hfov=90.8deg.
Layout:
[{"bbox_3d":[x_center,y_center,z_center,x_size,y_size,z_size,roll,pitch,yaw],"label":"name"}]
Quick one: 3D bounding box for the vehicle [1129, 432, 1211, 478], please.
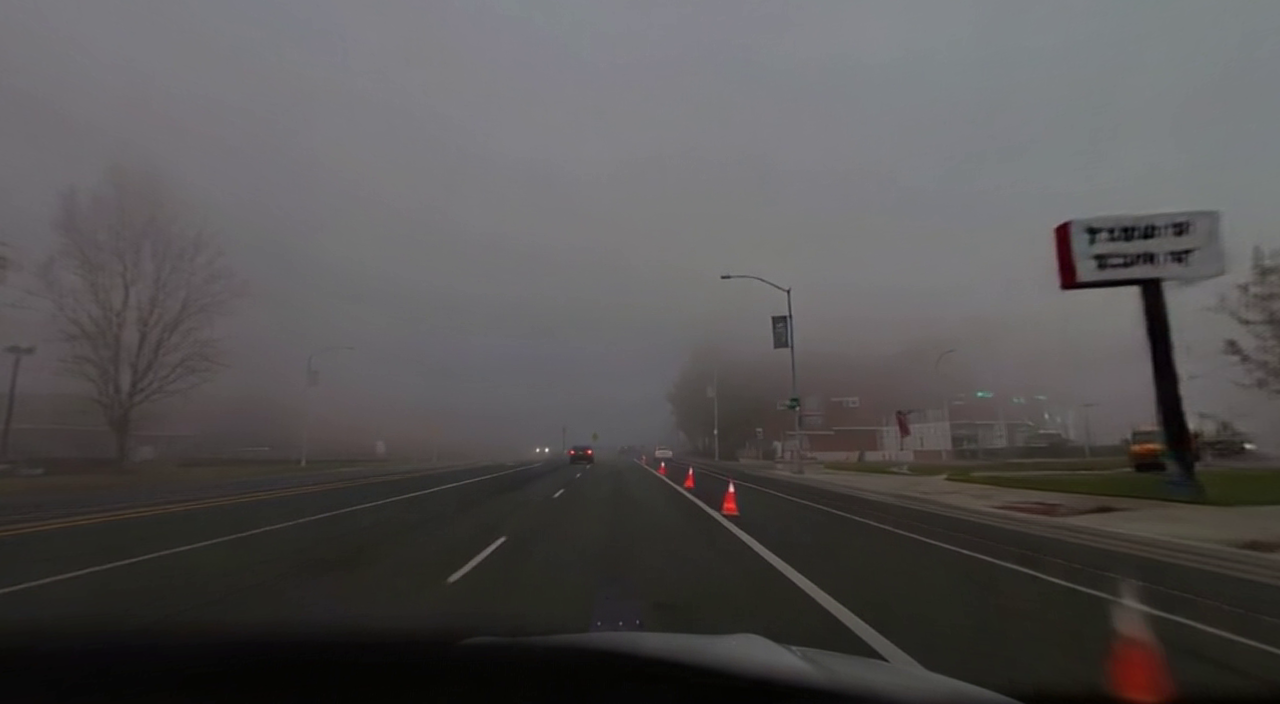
[{"bbox_3d":[21.342,4.103,25.376,2.160,1.639,5.163,-8,-11,41],"label":"vehicle"}]
